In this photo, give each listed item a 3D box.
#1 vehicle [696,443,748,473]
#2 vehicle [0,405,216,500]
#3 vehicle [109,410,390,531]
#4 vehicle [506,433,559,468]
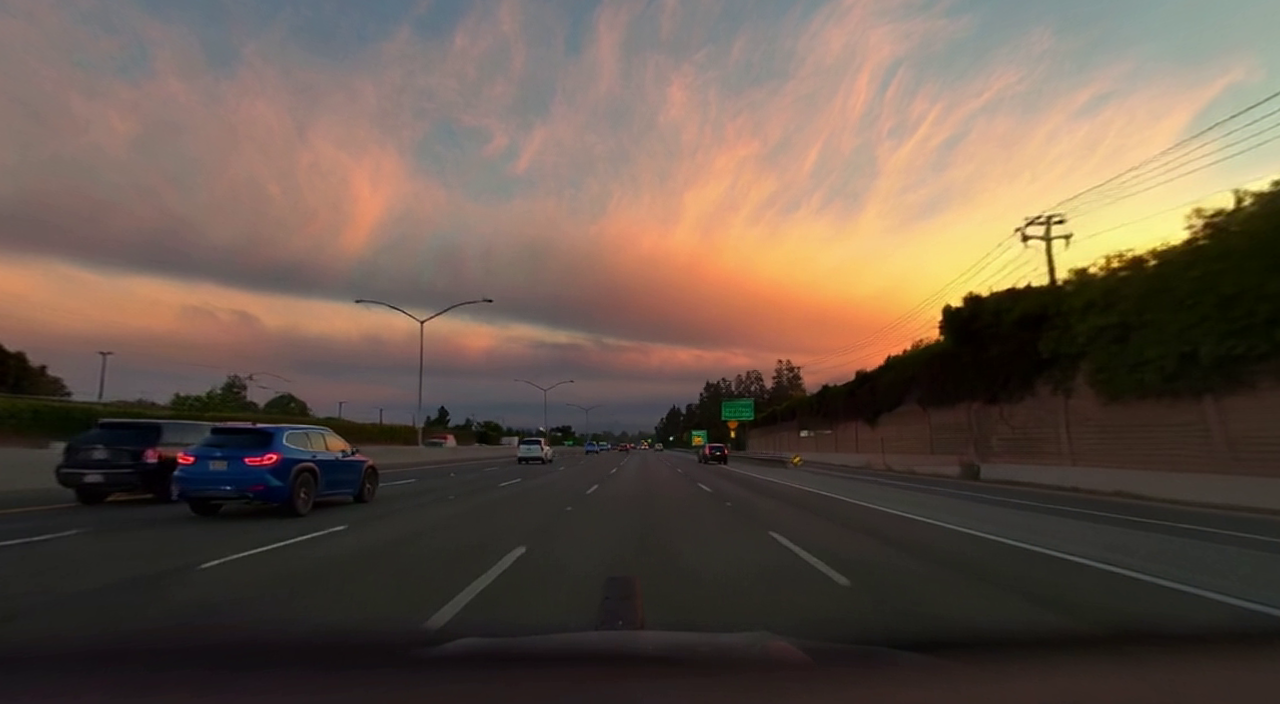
[{"bbox_3d":[4.531,5.895,35.337,2.251,1.520,4.550,1,-9,-1],"label":"vehicle"},{"bbox_3d":[-13.783,2.491,15.839,2.162,1.922,5.732,1,-9,0],"label":"vehicle"},{"bbox_3d":[-6.520,2.047,11.361,2.058,1.698,4.567,1,-9,1],"label":"vehicle"},{"bbox_3d":[-6.327,5.875,37.648,2.255,1.934,4.868,1,-9,0],"label":"vehicle"}]
